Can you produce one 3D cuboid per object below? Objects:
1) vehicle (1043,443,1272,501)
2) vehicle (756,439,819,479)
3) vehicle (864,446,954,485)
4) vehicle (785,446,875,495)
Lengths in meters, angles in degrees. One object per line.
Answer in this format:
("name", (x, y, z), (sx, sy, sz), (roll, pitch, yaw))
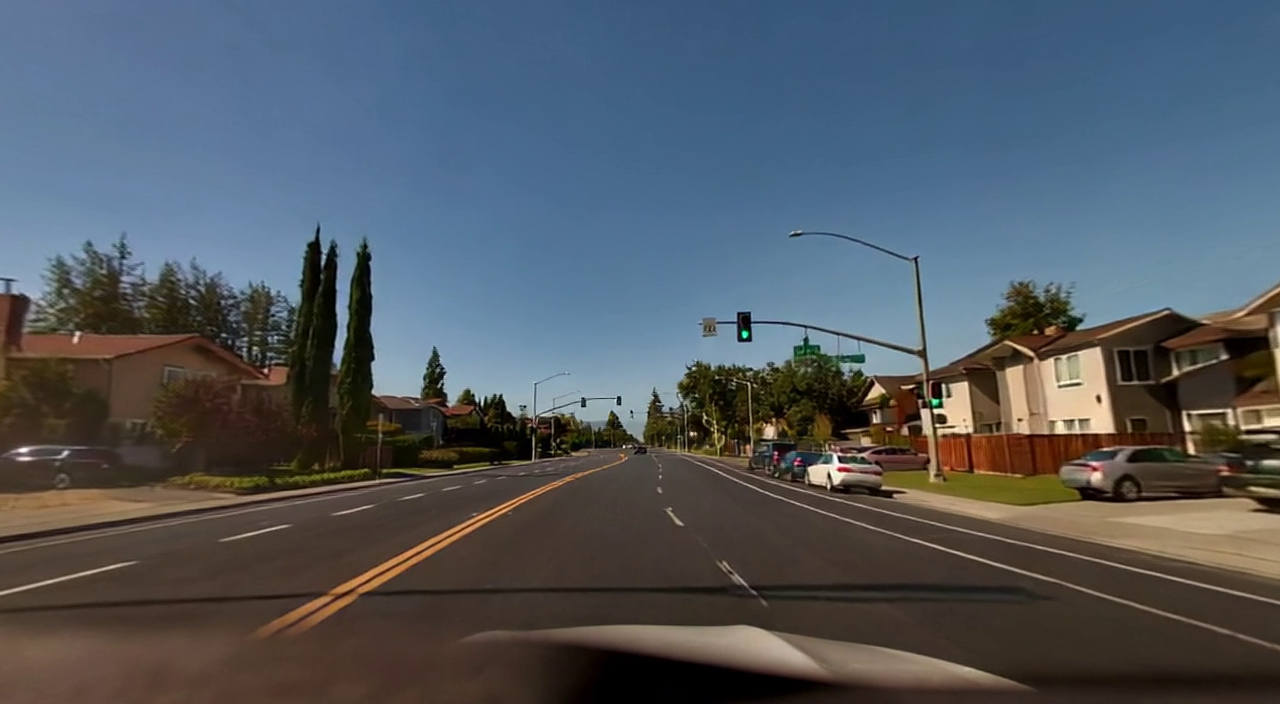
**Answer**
("vehicle", (13.736, 3.186, 17.022), (4.366, 1.457, 1.910), (0, -9, 3))
("vehicle", (7.717, 5.634, 33.595), (2.196, 1.889, 5.679), (0, -9, 2))
("vehicle", (11.079, 4.684, 26.379), (1.925, 1.490, 4.475), (-1, -9, 2))
("vehicle", (7.168, 4.494, 24.408), (2.064, 1.498, 4.877), (5, -8, 2))
